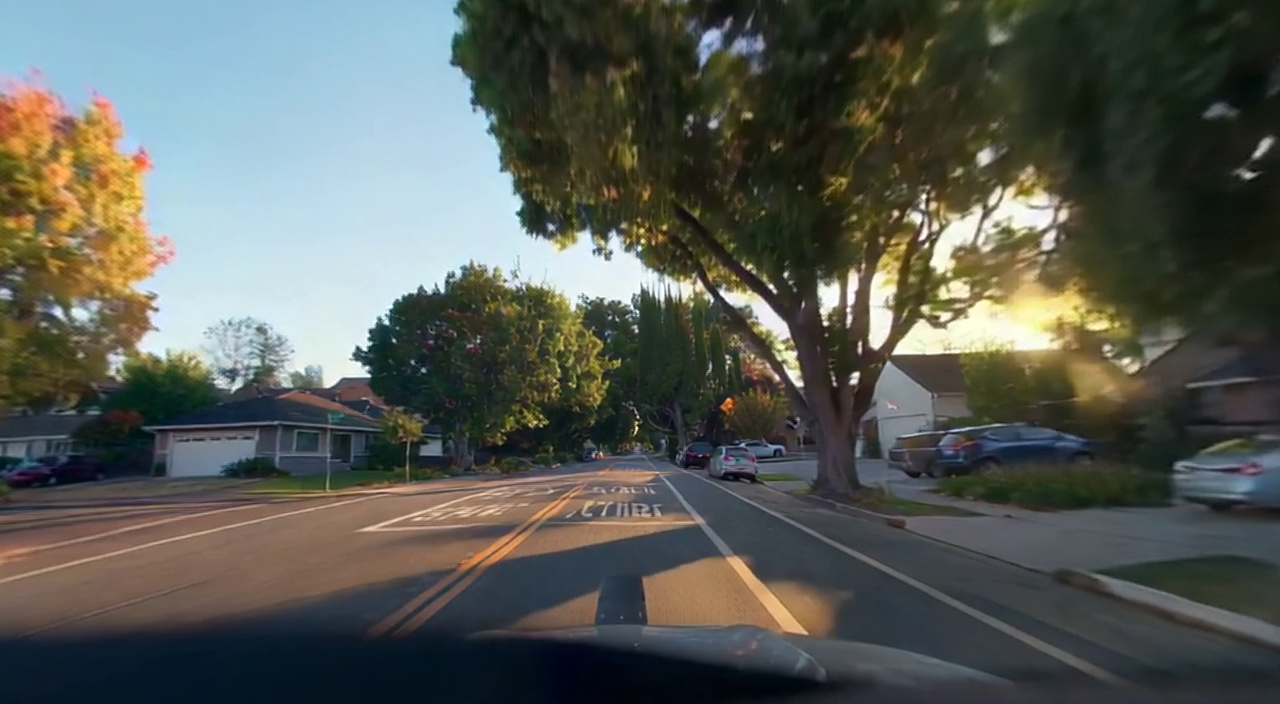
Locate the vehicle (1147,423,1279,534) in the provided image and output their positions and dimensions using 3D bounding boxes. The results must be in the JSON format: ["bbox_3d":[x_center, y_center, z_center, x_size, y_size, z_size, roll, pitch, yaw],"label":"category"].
[{"bbox_3d":[11.070,1.845,9.967,4.493,1.493,1.926,-3,-9,-3],"label":"vehicle"}]

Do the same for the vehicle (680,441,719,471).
[{"bbox_3d":[3.852,6.789,41.393,2.032,1.792,4.849,0,-9,-1],"label":"vehicle"}]

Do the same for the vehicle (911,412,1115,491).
[{"bbox_3d":[10.935,2.942,18.850,4.459,1.696,2.361,-6,-8,-1],"label":"vehicle"}]

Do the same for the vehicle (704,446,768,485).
[{"bbox_3d":[3.906,4.697,26.421,1.940,1.470,4.101,0,-9,-1],"label":"vehicle"}]

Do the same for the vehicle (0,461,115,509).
[{"bbox_3d":[-21.567,4.535,21.783,5.074,1.511,1.978,0,-9,0],"label":"vehicle"}]
